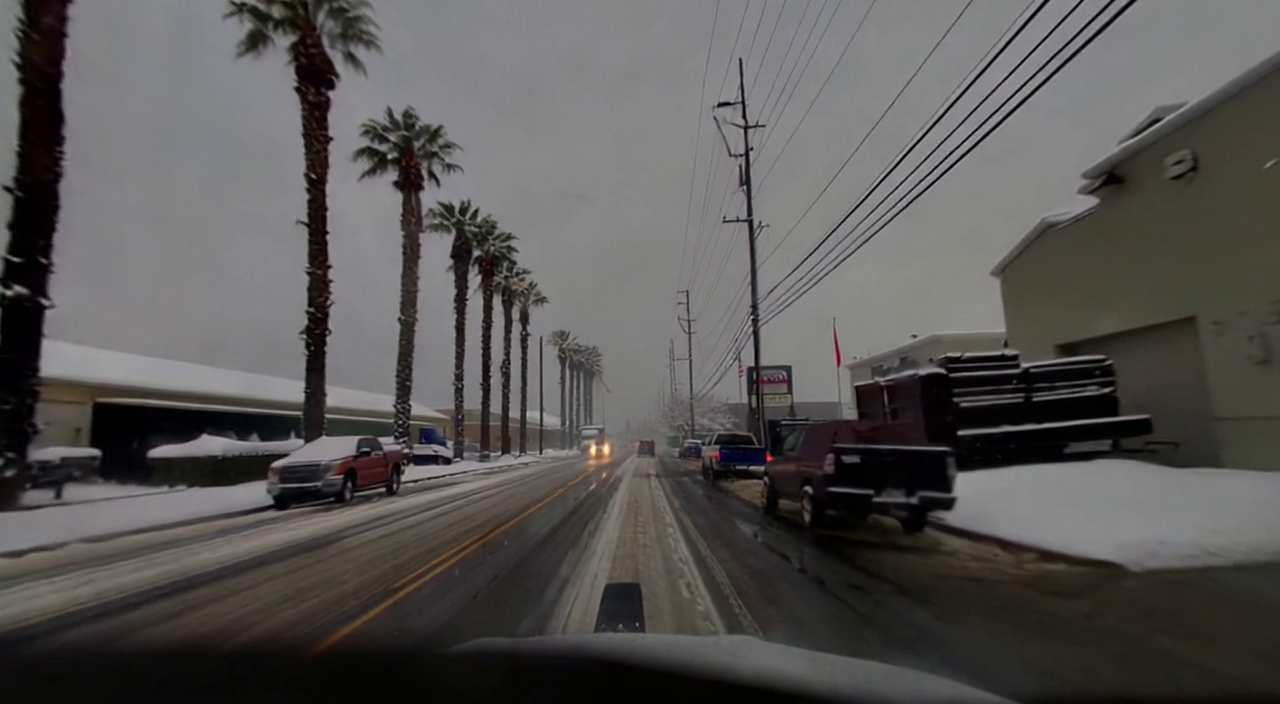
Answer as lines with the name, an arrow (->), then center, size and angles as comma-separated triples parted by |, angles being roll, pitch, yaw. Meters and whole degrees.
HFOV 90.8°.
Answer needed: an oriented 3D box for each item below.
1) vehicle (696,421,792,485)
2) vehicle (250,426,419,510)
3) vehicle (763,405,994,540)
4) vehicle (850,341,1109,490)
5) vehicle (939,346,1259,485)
vehicle -> 3.524, 3.587, 22.818 | 2.345, 1.969, 6.070 | 0, -8, -1
vehicle -> -8.093, 3.103, 17.476 | 2.105, 1.836, 5.338 | -2, -8, -1
vehicle -> 3.701, 1.975, 10.995 | 2.098, 1.816, 4.709 | 0, -8, -1
vehicle -> 8.074, 1.776, 16.381 | 2.993, 3.033, 6.781 | -1, -8, 1
vehicle -> 11.464, 1.913, 17.115 | 2.840, 2.807, 7.405 | -3, -9, -1
